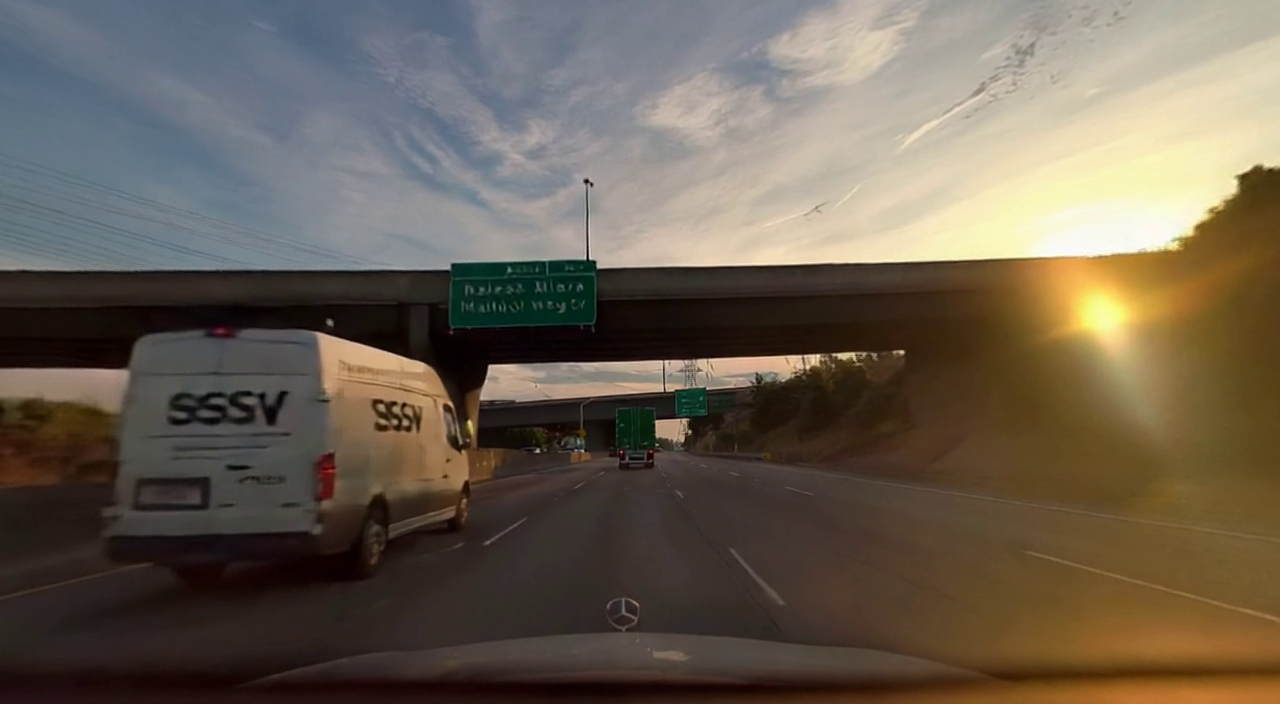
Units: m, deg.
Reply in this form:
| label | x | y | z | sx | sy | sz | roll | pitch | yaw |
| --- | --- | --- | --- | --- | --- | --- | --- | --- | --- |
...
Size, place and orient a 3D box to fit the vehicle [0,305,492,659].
| label | x | y | z | sx | sy | sz | roll | pitch | yaw |
| --- | --- | --- | --- | --- | --- | --- | --- | --- | --- |
| vehicle | -3.483 | 1.251 | 6.930 | 2.404 | 2.371 | 5.310 | 0 | -9 | 0 |

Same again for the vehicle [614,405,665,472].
| label | x | y | z | sx | sy | sz | roll | pitch | yaw |
| --- | --- | --- | --- | --- | --- | --- | --- | --- | --- |
| vehicle | -0.127 | 6.138 | 43.897 | 3.025 | 4.002 | 12.709 | 0 | -9 | -1 |
